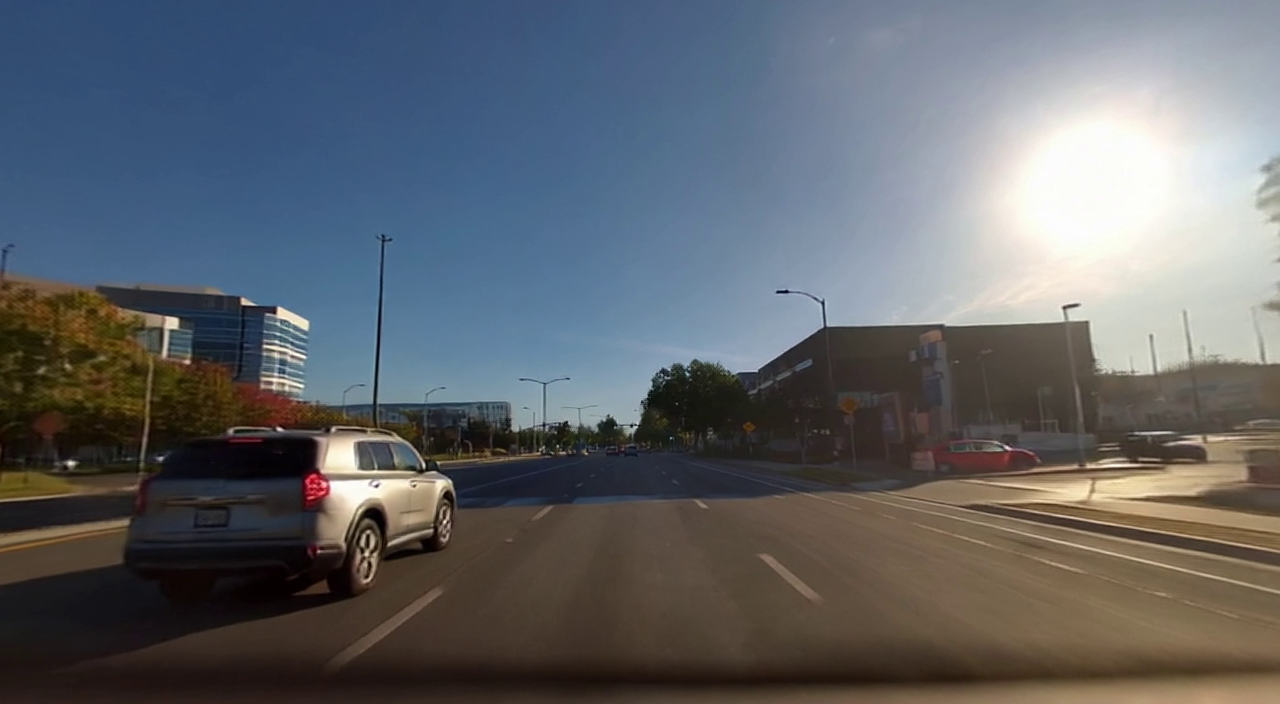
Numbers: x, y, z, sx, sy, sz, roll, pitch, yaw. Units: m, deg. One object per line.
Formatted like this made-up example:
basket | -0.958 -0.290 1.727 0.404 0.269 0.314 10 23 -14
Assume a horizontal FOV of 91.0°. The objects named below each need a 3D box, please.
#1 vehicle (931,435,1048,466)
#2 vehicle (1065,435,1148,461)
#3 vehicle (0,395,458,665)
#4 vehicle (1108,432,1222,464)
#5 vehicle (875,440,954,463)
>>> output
vehicle | 17.427 4.955 31.616 4.671 1.466 1.937 0 -9 5
vehicle | 30.706 6.353 41.530 3.806 1.635 1.937 -1 -9 7
vehicle | -3.527 1.450 6.309 2.039 1.656 4.710 0 -9 -1
vehicle | 30.085 5.514 36.205 4.507 1.752 2.016 -1 -9 9
vehicle | 18.242 6.619 41.982 4.398 1.457 1.806 0 -9 1
